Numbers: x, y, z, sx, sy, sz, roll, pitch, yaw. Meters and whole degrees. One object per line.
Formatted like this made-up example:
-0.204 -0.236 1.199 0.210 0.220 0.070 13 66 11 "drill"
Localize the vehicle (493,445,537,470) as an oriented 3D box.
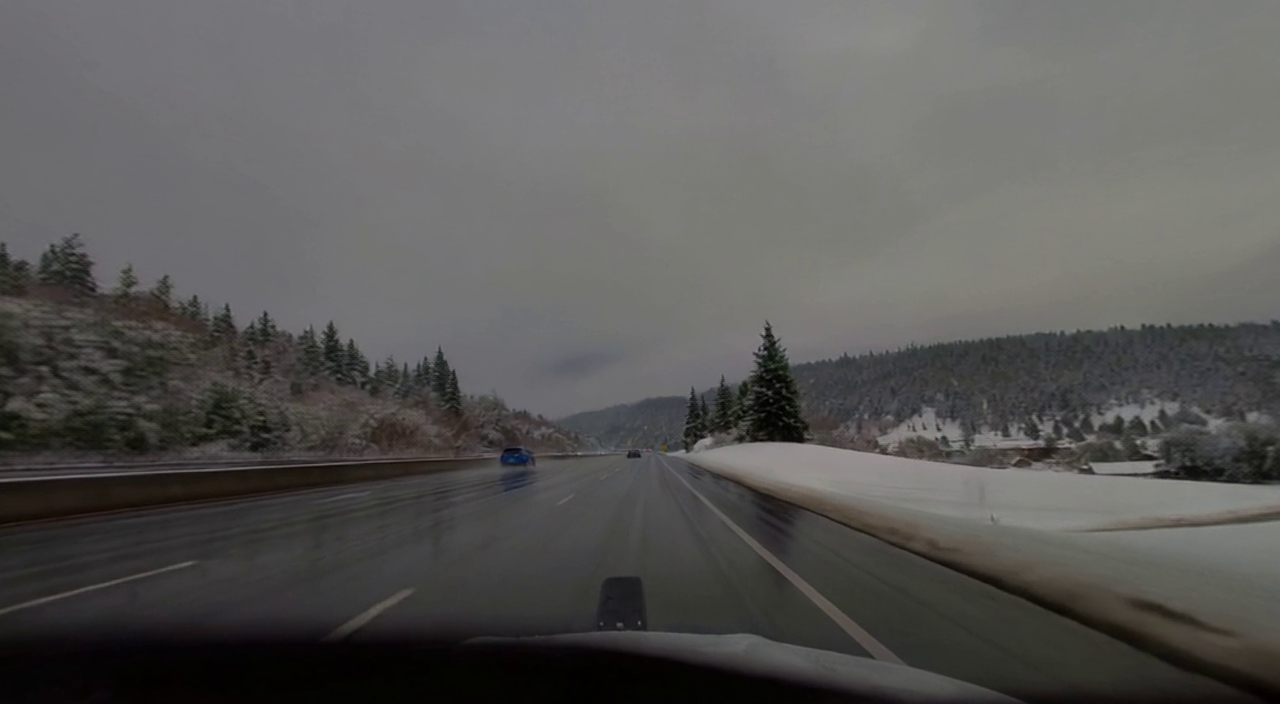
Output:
-9.368 7.914 47.607 2.152 1.753 4.972 -1 -9 2 "vehicle"
